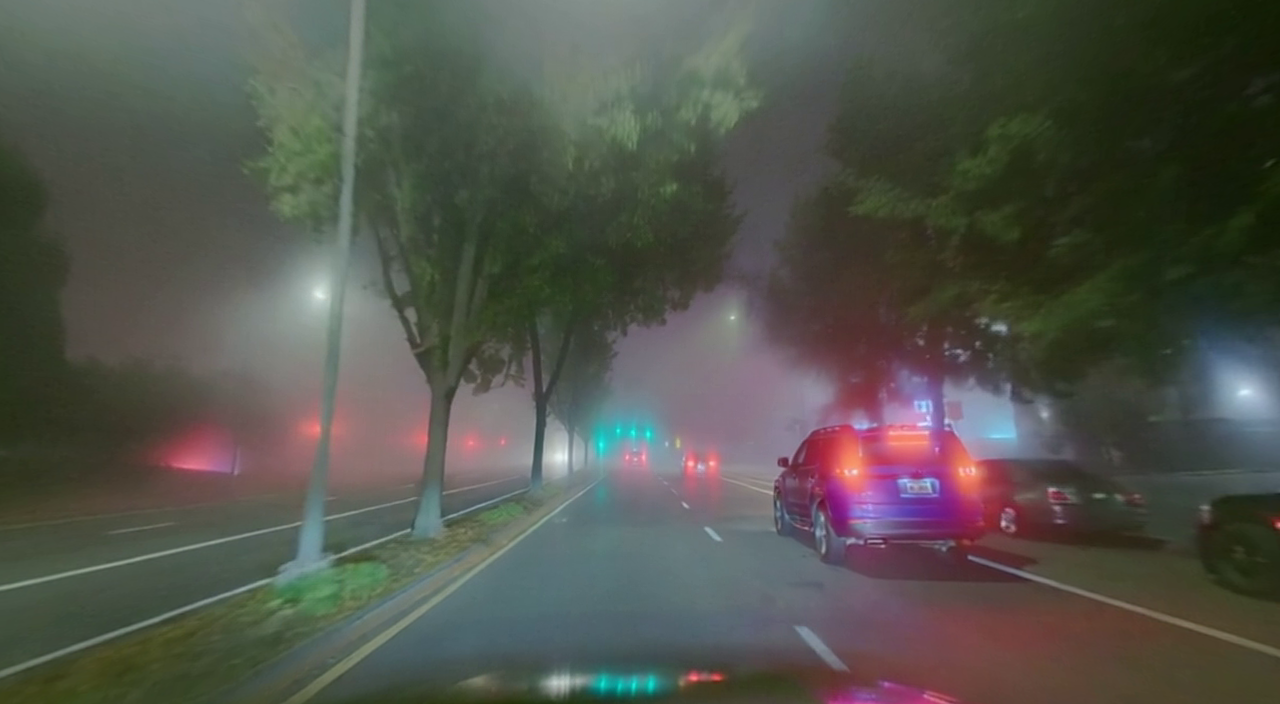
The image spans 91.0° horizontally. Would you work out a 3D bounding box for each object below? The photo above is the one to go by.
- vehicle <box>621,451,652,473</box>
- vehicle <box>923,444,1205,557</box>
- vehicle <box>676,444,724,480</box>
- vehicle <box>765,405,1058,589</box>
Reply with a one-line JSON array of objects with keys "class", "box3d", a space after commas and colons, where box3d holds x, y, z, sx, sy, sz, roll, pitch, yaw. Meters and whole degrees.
[{"class": "vehicle", "box3d": [-0.234, 7.731, 44.566, 2.131, 1.474, 4.146, 0, -9, 0]}, {"class": "vehicle", "box3d": [7.225, 2.525, 11.506, 1.901, 1.620, 4.565, 0, -9, -1]}, {"class": "vehicle", "box3d": [3.206, 6.030, 34.844, 2.085, 1.828, 5.383, 0, -9, 0]}, {"class": "vehicle", "box3d": [3.222, 1.827, 8.708, 2.033, 1.865, 4.360, 0, -9, -1]}]
